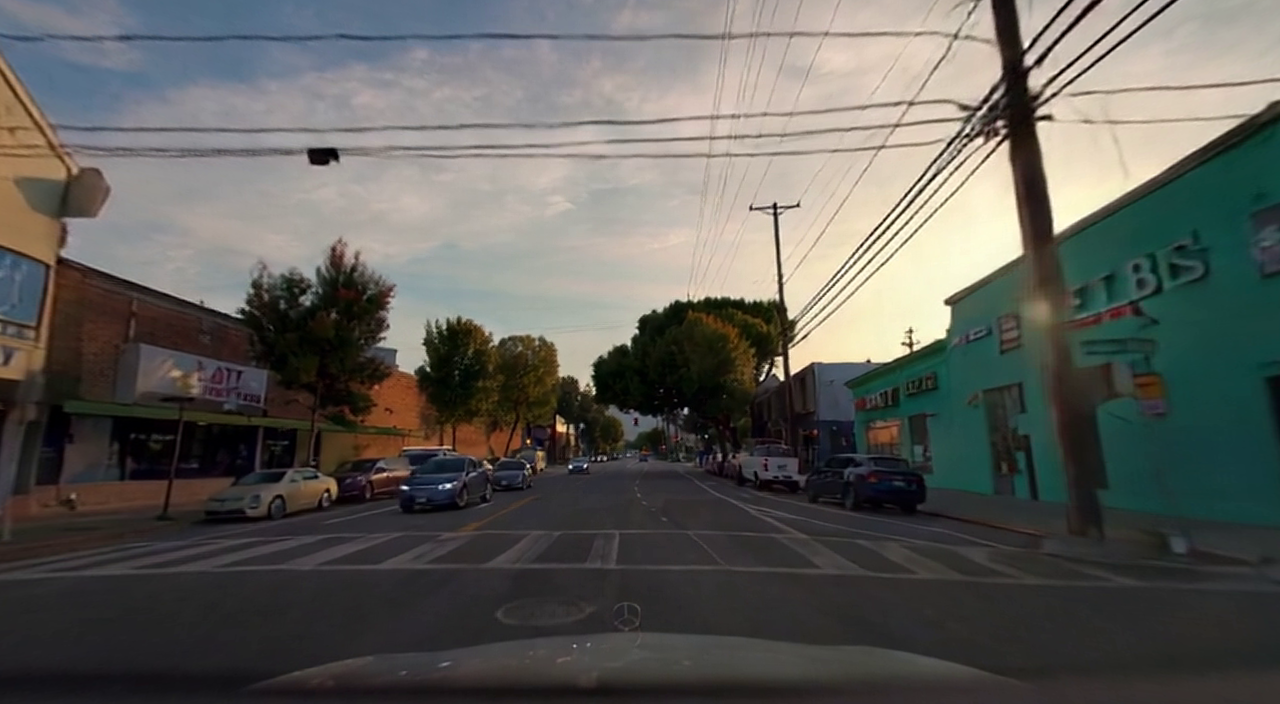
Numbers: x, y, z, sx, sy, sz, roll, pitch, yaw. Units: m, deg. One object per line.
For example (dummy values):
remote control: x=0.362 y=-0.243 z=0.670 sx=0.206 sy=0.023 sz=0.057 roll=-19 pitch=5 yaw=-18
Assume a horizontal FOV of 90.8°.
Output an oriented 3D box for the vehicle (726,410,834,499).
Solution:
vehicle: x=5.600 y=4.304 z=26.814 sx=2.815 sy=3.203 sz=7.558 roll=0 pitch=-9 yaw=0

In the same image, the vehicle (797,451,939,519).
vehicle: x=6.278 y=3.663 z=18.041 sx=1.963 sy=1.646 sz=4.204 roll=1 pitch=-9 yaw=-9

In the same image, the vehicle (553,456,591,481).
vehicle: x=-4.417 y=7.592 z=41.542 sx=1.925 sy=1.479 sz=4.444 roll=0 pitch=-9 yaw=1

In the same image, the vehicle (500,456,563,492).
vehicle: x=-4.979 y=5.658 z=29.631 sx=1.845 sy=1.469 sz=4.413 roll=-1 pitch=-9 yaw=5

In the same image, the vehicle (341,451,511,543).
vehicle: x=-4.069 y=2.800 z=12.880 sx=2.050 sy=1.505 sz=4.219 roll=0 pitch=-9 yaw=-1

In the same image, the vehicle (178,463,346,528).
vehicle: x=-10.226 y=3.878 z=17.578 sx=1.978 sy=1.452 sz=4.263 roll=0 pitch=-9 yaw=1
